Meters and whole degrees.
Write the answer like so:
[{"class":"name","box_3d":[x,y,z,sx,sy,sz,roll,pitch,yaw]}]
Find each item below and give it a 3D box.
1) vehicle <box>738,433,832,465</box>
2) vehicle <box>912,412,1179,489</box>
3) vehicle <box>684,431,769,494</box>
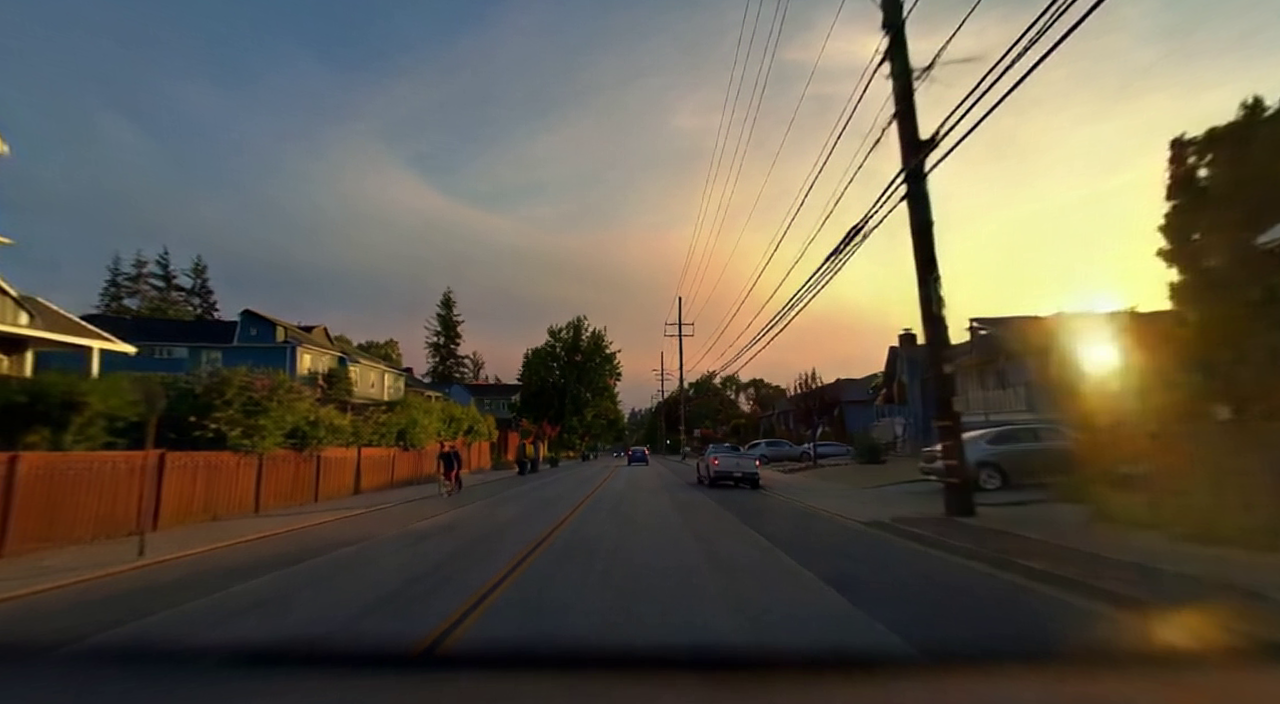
[{"class":"vehicle","box_3d":[9.665,6.543,42.544,5.590,2.067,2.553,0,-9,-2]},{"class":"vehicle","box_3d":[11.129,2.771,17.777,5.846,1.971,2.273,-1,-9,1]},{"class":"vehicle","box_3d":[3.086,4.106,23.872,2.278,1.933,5.860,4,-9,0]}]
